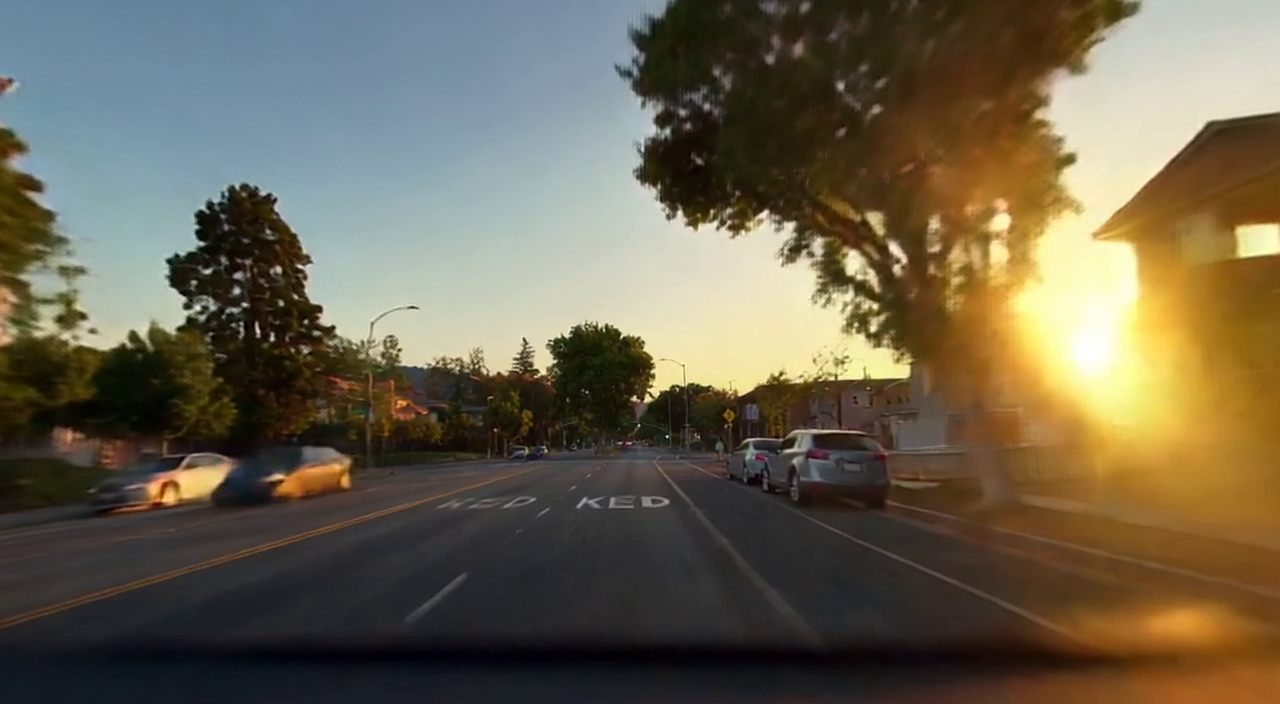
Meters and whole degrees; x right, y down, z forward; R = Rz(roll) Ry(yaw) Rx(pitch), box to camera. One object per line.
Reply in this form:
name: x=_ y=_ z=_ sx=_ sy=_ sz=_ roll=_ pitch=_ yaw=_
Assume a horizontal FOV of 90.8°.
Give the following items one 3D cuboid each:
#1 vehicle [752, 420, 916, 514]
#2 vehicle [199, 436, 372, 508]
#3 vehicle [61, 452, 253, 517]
vehicle: x=4.075 y=2.515 z=14.352 sx=2.220 sy=1.752 sz=4.782 roll=0 pitch=-8 yaw=0
vehicle: x=-9.681 y=3.282 z=17.834 sx=2.252 sy=1.737 sz=4.544 roll=0 pitch=-8 yaw=0
vehicle: x=-14.046 y=3.839 z=18.850 sx=1.983 sy=1.608 sz=4.699 roll=0 pitch=-8 yaw=0
